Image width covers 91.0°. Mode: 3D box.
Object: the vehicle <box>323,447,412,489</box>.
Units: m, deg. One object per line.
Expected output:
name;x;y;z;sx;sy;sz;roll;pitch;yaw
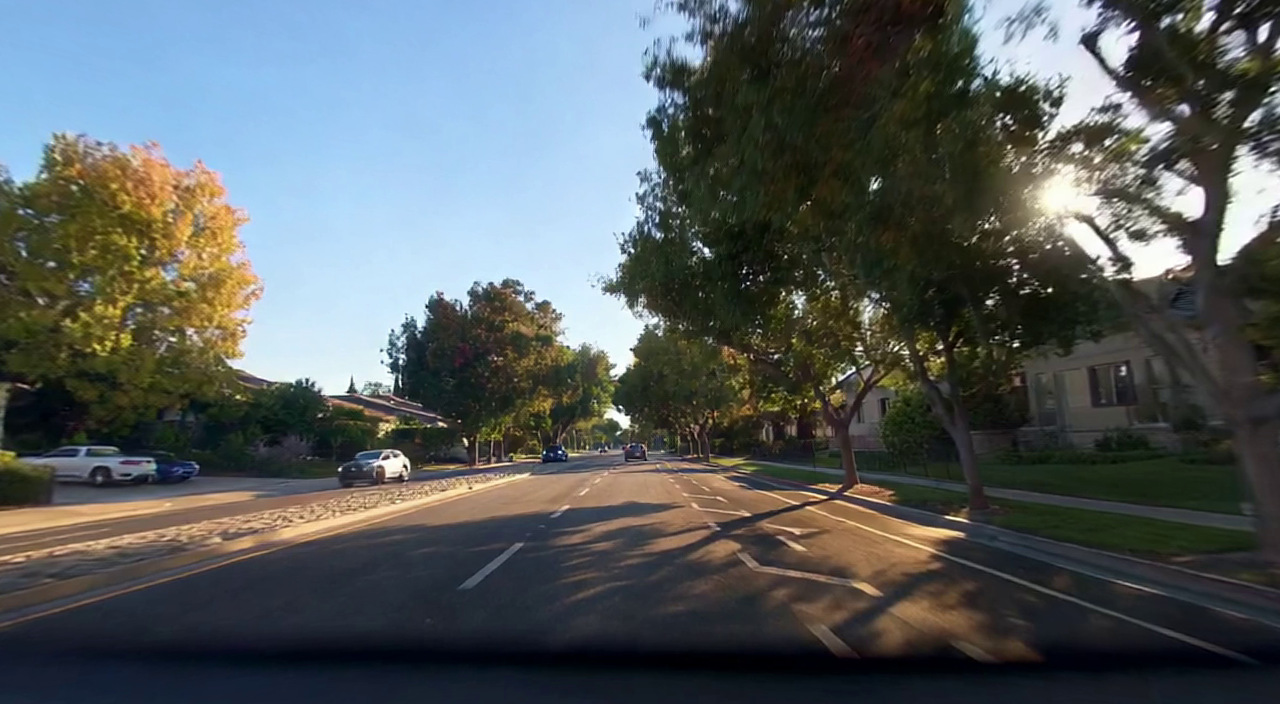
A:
vehicle;-12.358;5.243;28.911;2.098;1.740;4.449;0;-9;-1

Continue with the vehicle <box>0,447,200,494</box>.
vehicle;-19.334;4.251;22.764;5.009;1.557;2.264;2;-9;-9
